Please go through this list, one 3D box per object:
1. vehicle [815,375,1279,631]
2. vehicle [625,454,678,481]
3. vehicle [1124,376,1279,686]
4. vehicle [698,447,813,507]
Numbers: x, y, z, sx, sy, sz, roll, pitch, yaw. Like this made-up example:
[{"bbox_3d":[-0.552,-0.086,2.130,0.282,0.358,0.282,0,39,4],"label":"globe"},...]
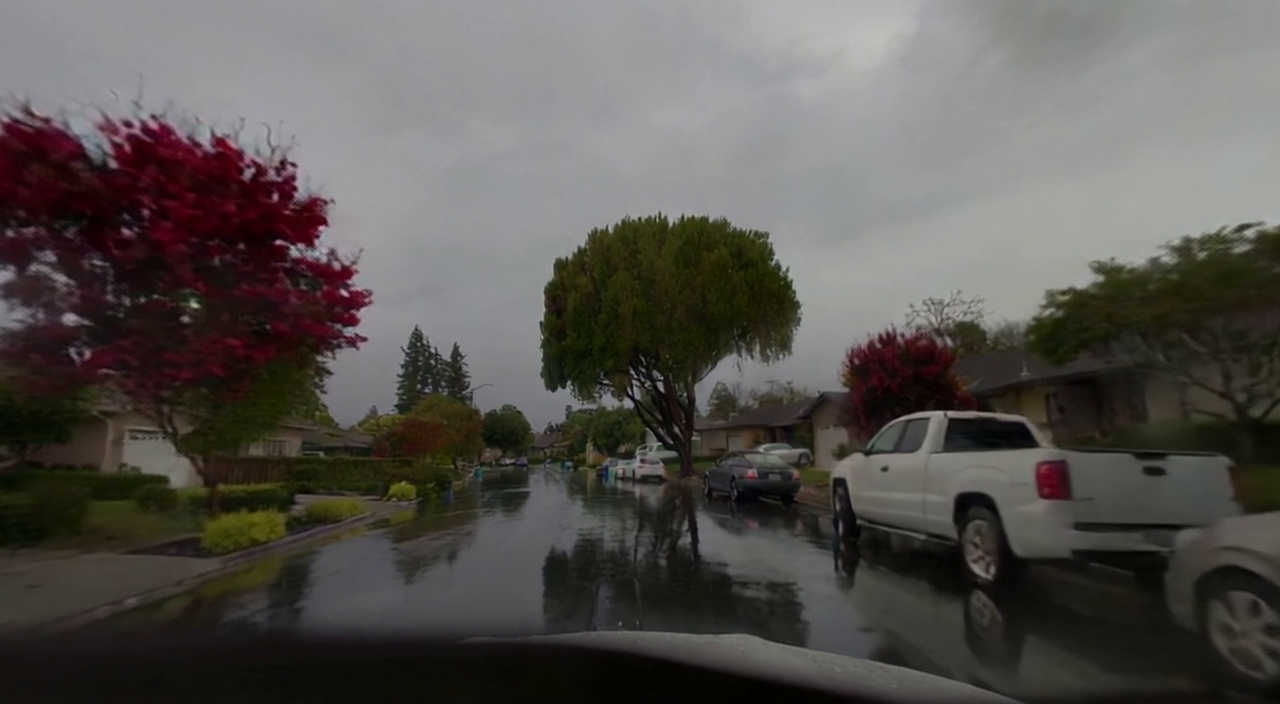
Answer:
[{"bbox_3d":[4.874,1.781,8.762,2.788,2.227,6.194,0,-9,-3],"label":"vehicle"},{"bbox_3d":[0.664,7.442,40.993,2.193,1.504,4.576,2,-9,-16],"label":"vehicle"},{"bbox_3d":[5.202,0.936,2.624,2.690,1.819,4.532,2,-9,-2],"label":"vehicle"},{"bbox_3d":[3.735,4.131,21.503,2.111,1.771,4.942,2,-9,-11],"label":"vehicle"}]
